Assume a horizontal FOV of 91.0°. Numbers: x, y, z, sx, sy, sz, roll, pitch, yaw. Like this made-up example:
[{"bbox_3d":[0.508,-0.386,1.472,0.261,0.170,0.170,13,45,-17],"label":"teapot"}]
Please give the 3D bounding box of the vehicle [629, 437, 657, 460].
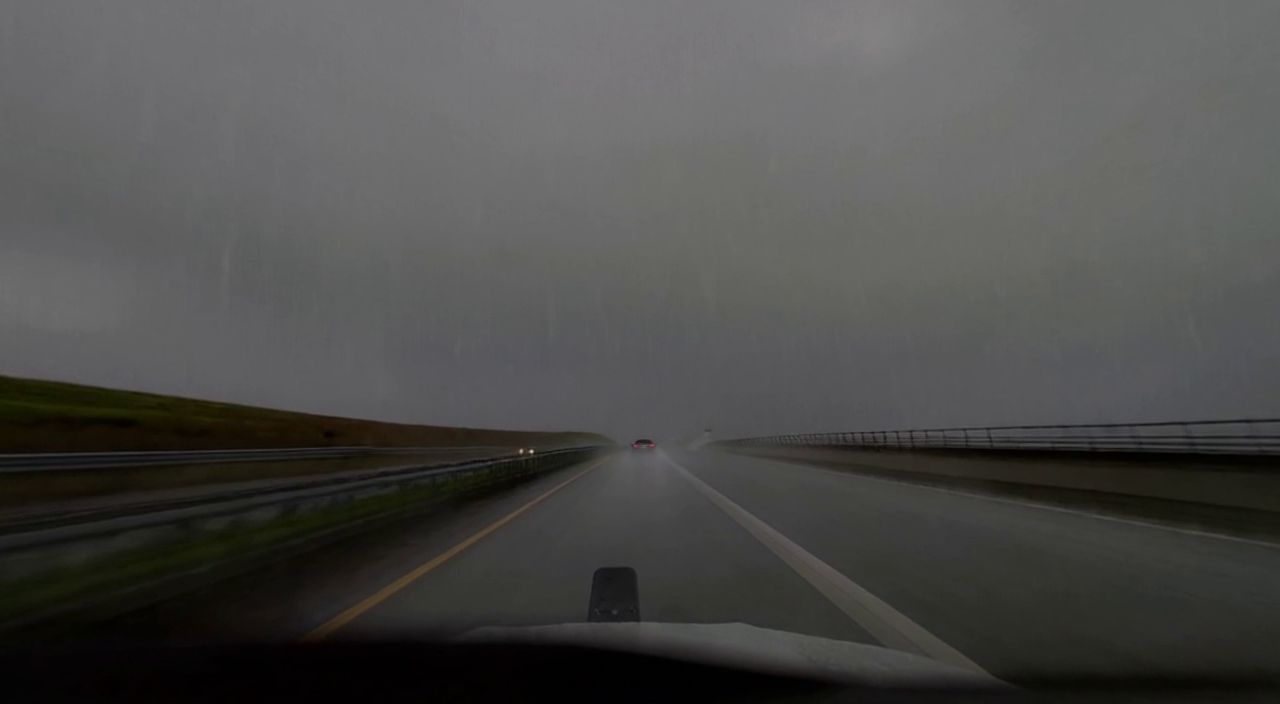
[{"bbox_3d":[0.213,7.418,48.487,2.059,1.696,4.165,0,-8,-1],"label":"vehicle"}]
